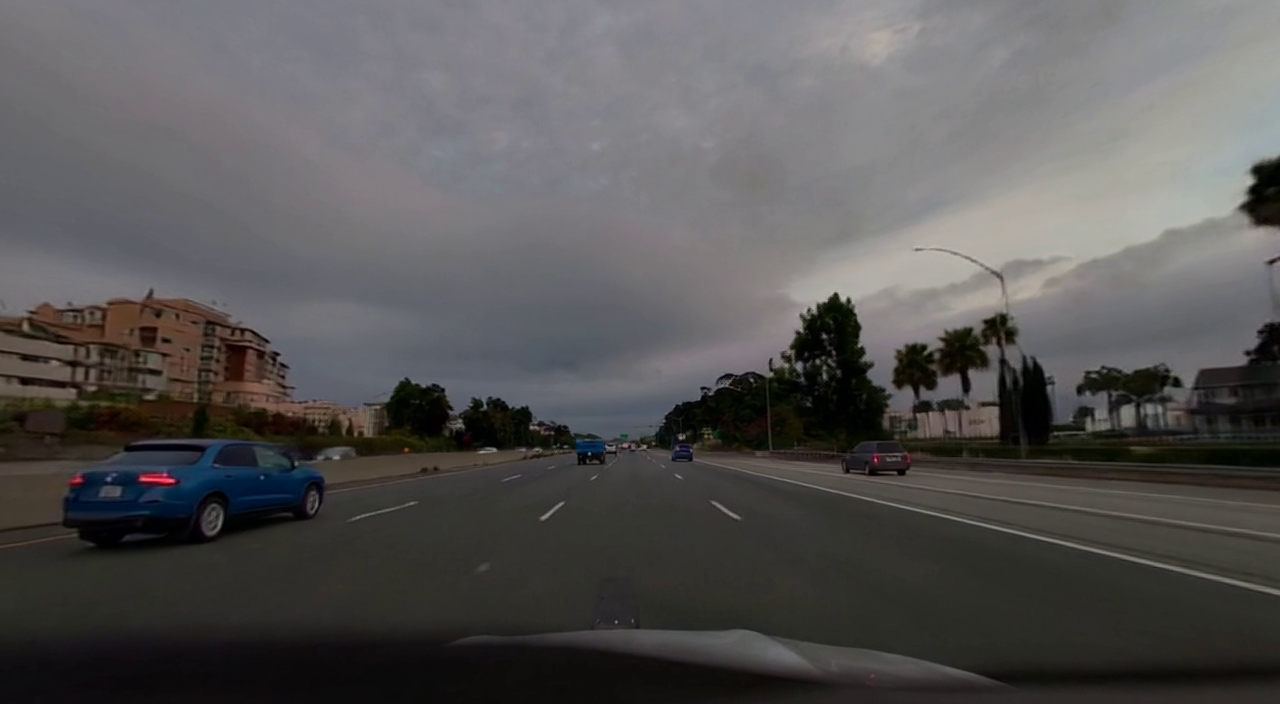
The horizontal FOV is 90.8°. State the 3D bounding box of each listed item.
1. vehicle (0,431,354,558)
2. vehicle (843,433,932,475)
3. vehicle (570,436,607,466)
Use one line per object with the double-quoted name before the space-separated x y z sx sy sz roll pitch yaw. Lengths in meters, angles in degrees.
"vehicle" -6.727 2.078 10.017 2.018 1.480 4.999 0 -9 0
"vehicle" 11.461 4.770 29.645 2.168 1.792 4.457 0 -9 -2
"vehicle" -3.655 7.152 45.653 2.225 1.967 4.673 0 -9 1
